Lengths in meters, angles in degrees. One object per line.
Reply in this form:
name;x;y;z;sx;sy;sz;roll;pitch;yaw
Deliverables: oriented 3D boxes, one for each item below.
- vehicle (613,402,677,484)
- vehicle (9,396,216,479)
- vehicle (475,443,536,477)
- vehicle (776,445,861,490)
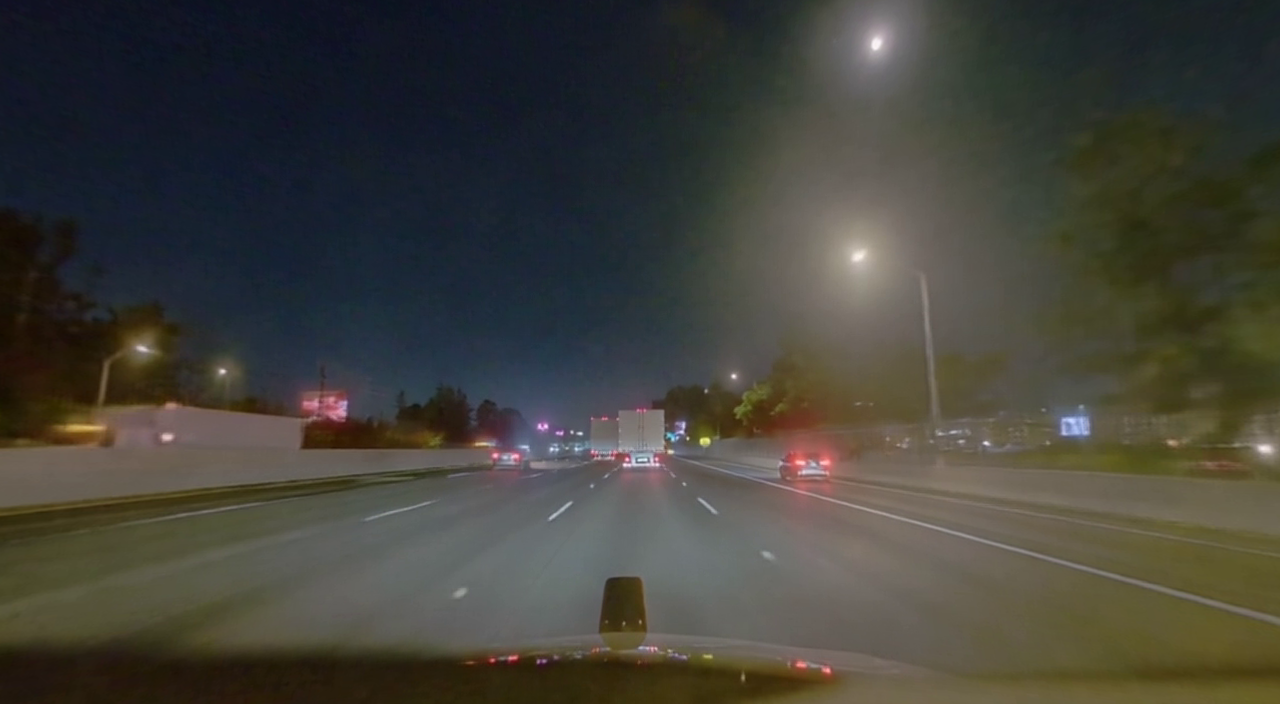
vehicle;0.174;5.103;36.967;3.054;3.944;11.230;-2;-6;-1
vehicle;-25.435;4.243;31.205;3.022;3.551;8.023;-1;-8;2
vehicle;-6.726;5.430;31.978;1.992;1.547;4.673;0;-8;1
vehicle;6.819;4.424;24.583;1.969;1.560;4.394;0;-8;-1
